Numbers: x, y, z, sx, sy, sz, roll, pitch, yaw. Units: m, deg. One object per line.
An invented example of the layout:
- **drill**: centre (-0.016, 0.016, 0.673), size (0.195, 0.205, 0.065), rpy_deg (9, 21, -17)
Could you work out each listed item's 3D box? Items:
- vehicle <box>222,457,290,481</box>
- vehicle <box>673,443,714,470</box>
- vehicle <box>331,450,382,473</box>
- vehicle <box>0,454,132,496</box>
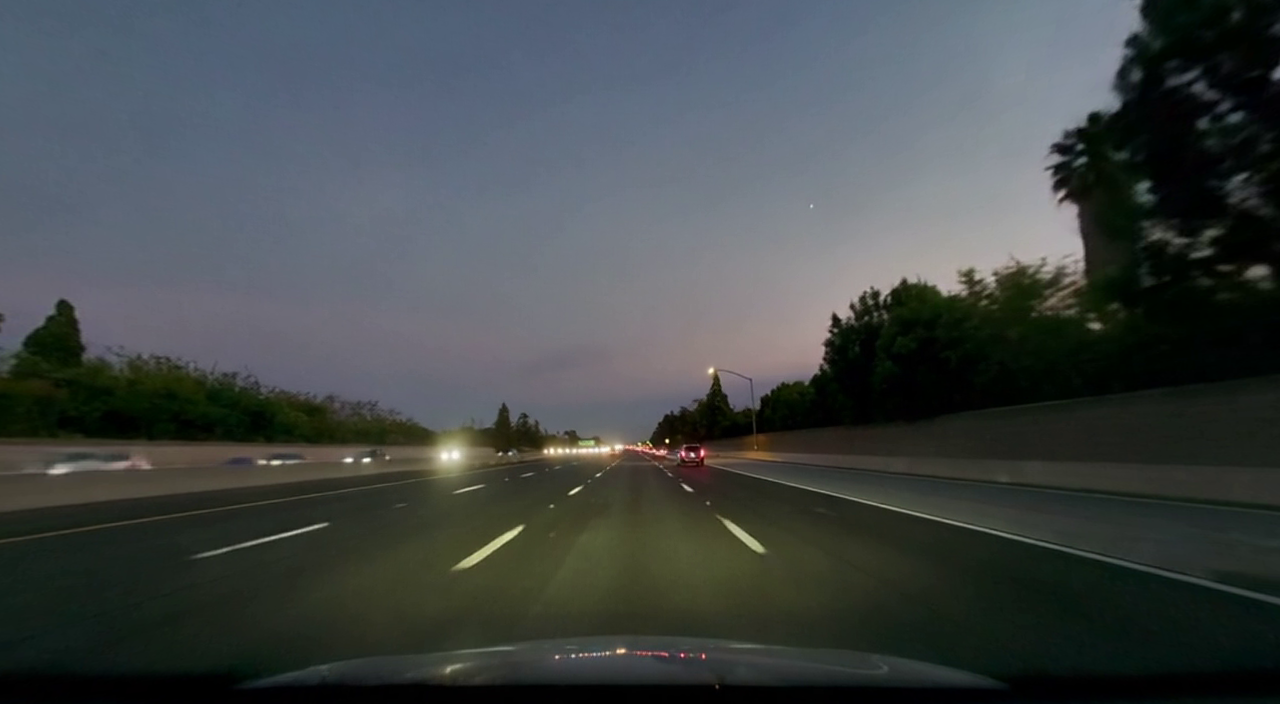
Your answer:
- **vehicle**: centre (-27.058, 8.230, 44.705), size (1.849, 1.480, 4.769), rpy_deg (0, -9, -1)
- **vehicle**: centre (3.349, 6.693, 40.591), size (2.130, 1.677, 4.317), rpy_deg (0, -9, -2)
- **vehicle**: centre (-19.821, 7.632, 44.321), size (1.772, 1.506, 3.913), rpy_deg (0, -9, 0)
- **vehicle**: centre (-23.219, 4.913, 25.653), size (1.789, 1.515, 4.010), rpy_deg (0, -9, -1)
